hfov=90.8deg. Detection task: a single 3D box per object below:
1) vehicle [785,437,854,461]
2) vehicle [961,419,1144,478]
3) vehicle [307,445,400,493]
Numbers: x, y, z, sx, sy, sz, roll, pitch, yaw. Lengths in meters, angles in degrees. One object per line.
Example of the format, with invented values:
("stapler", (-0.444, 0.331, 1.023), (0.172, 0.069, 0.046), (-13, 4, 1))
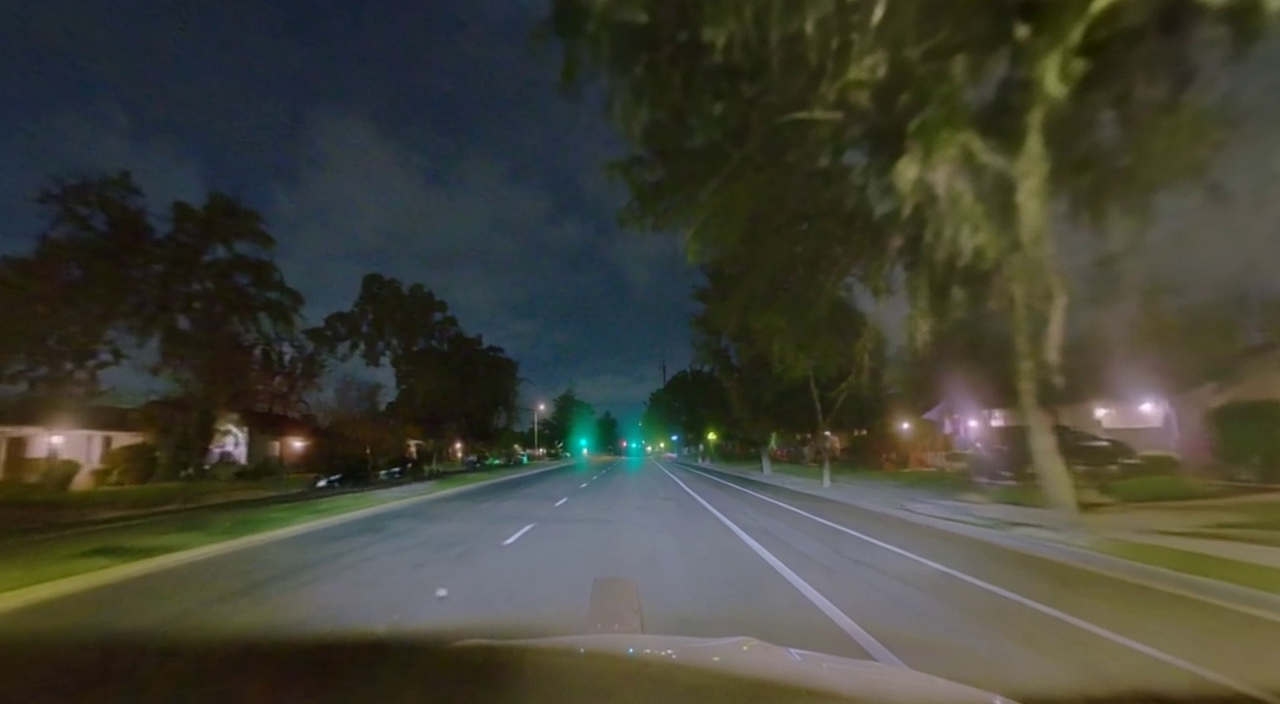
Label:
("vehicle", (13.722, 7.421, 48.466), (4.629, 1.770, 1.959), (0, -8, 0))
("vehicle", (13.383, 3.183, 20.898), (4.577, 1.770, 2.006), (-3, -9, 17))
("vehicle", (-12.579, 5.124, 28.115), (2.003, 1.804, 4.554), (-1, -7, 0))
